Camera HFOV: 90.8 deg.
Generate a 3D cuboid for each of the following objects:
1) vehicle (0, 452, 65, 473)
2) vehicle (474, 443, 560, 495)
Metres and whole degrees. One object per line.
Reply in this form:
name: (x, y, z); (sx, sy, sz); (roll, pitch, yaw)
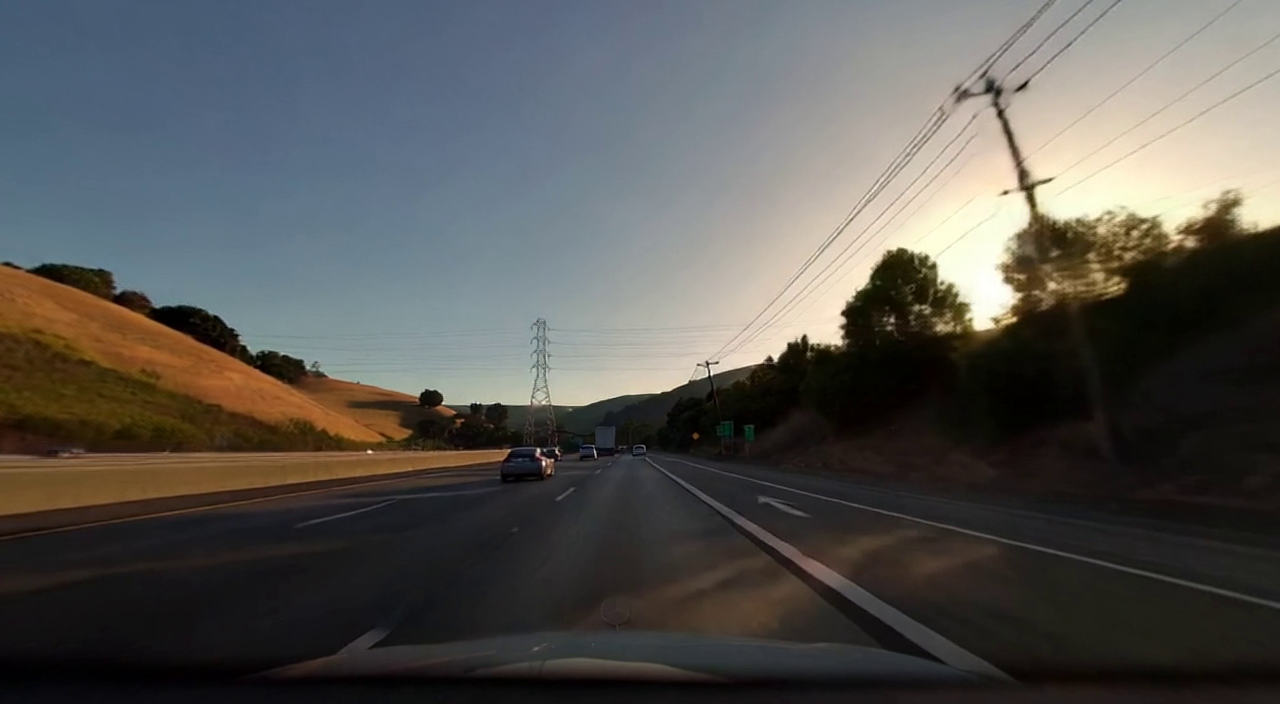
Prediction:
vehicle: (-47.982, 8.567, 49.324); (1.807, 1.511, 4.553); (0, -9, 0)
vehicle: (-3.942, 3.820, 21.061); (1.963, 1.533, 4.477); (0, -9, 0)
